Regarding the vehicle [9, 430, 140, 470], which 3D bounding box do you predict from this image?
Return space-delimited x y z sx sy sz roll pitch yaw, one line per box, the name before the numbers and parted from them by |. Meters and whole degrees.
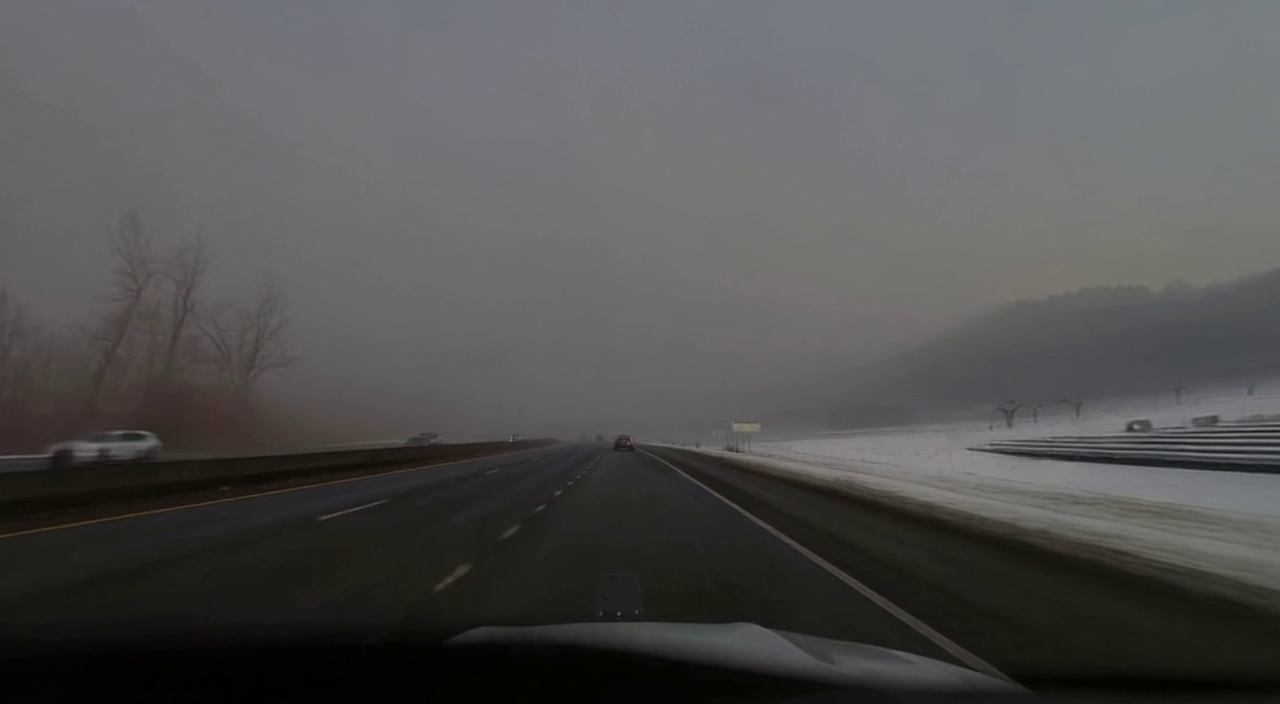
vehicle | -23.209 4.025 26.036 1.780 1.487 3.936 0 -8 0
